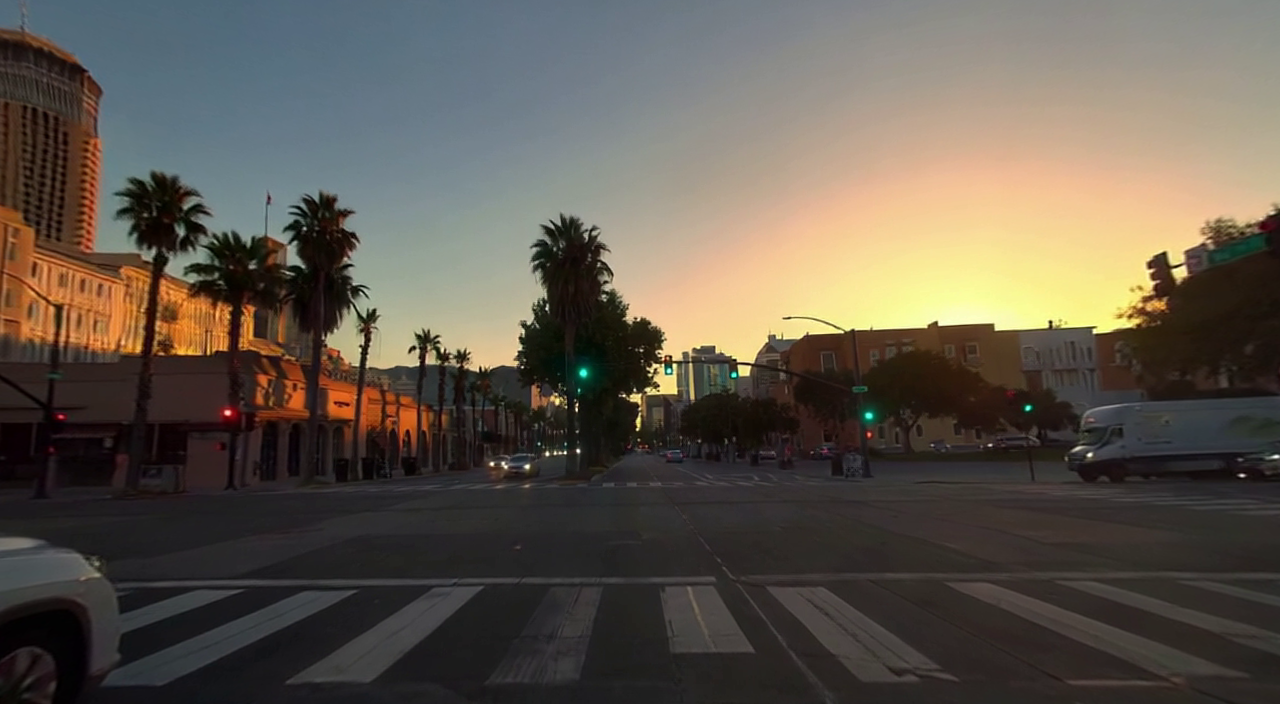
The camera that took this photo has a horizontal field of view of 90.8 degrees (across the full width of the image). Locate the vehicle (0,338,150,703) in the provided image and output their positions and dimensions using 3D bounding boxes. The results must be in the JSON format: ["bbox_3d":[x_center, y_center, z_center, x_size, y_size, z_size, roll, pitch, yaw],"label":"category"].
[{"bbox_3d":[-3.390,0.547,0.641,2.026,1.723,4.832,0,-9,-2],"label":"vehicle"}]

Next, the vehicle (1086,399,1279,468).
[{"bbox_3d":[32.565,5.026,38.406,2.863,3.609,10.252,0,-9,-3],"label":"vehicle"}]

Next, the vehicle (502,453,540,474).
[{"bbox_3d":[-9.147,8.623,48.985,2.095,1.482,4.523,0,-9,0],"label":"vehicle"}]
